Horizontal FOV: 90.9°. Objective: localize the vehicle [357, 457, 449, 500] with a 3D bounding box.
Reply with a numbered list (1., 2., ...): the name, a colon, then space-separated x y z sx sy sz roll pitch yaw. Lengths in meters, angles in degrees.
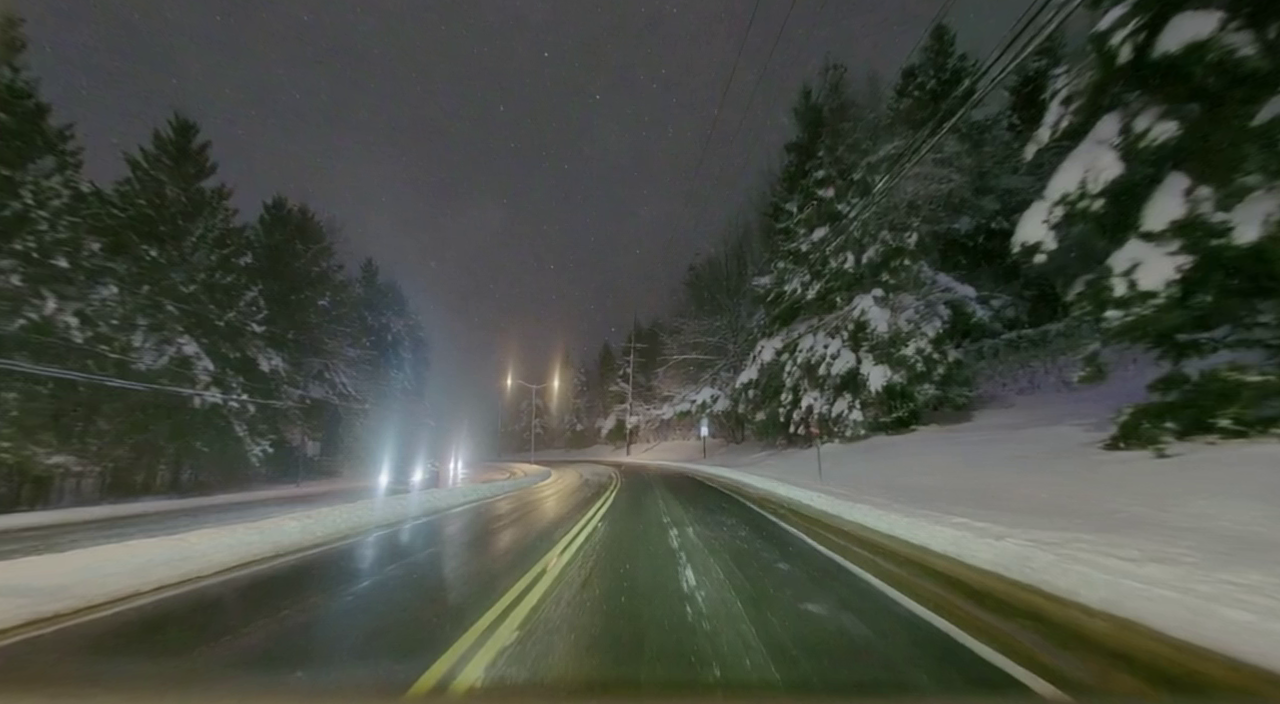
1. vehicle: -9.371 5.028 25.400 1.977 1.466 4.669 0 -9 -1
